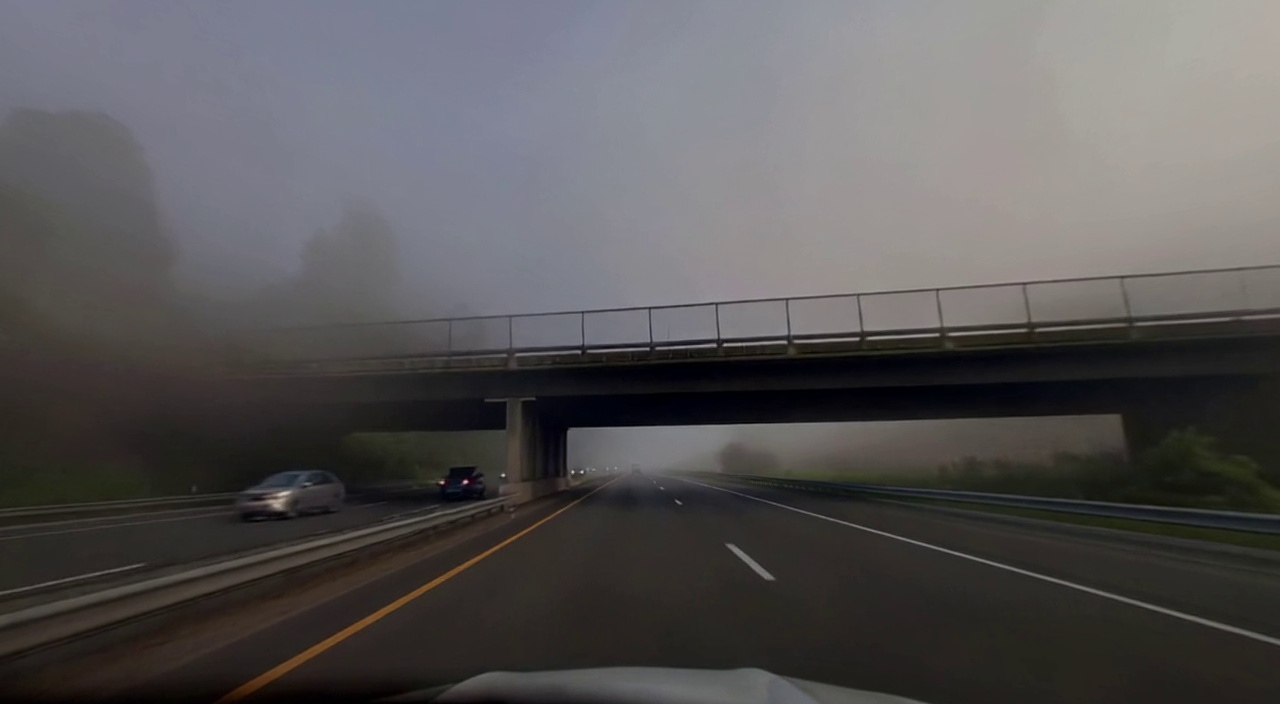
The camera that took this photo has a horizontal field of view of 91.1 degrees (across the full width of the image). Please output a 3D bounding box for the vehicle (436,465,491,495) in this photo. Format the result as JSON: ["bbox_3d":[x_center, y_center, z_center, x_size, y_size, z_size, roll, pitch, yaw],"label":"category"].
[{"bbox_3d":[-9.523,6.931,34.183,1.787,1.465,3.822,1,-10,1],"label":"vehicle"}]

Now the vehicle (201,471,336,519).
[{"bbox_3d":[-13.019,5.016,22.446,2.002,1.461,4.548,1,-10,0],"label":"vehicle"}]
